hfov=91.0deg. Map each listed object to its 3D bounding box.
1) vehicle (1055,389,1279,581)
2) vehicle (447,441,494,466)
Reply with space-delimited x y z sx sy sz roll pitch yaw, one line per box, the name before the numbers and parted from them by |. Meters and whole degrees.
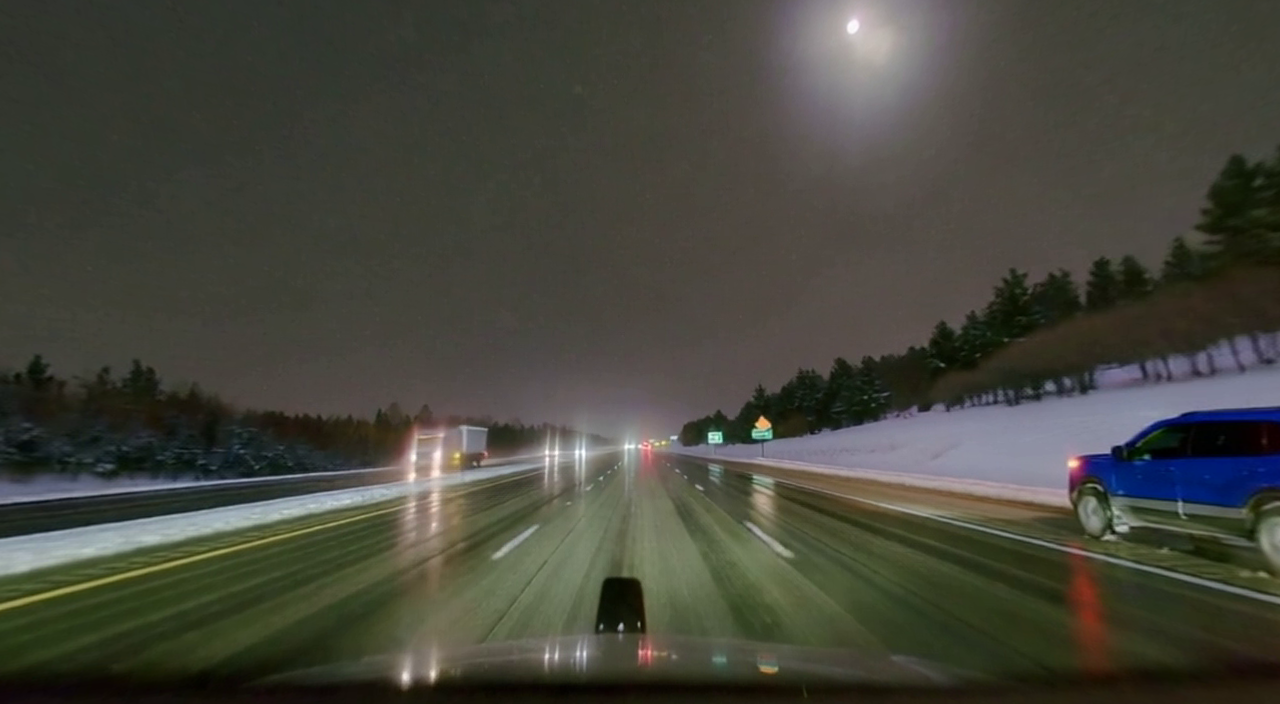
vehicle | 7.323 1.391 6.764 2.186 1.848 5.136 0 -9 0
vehicle | -12.771 7.696 47.808 2.080 1.752 4.892 0 -9 2
